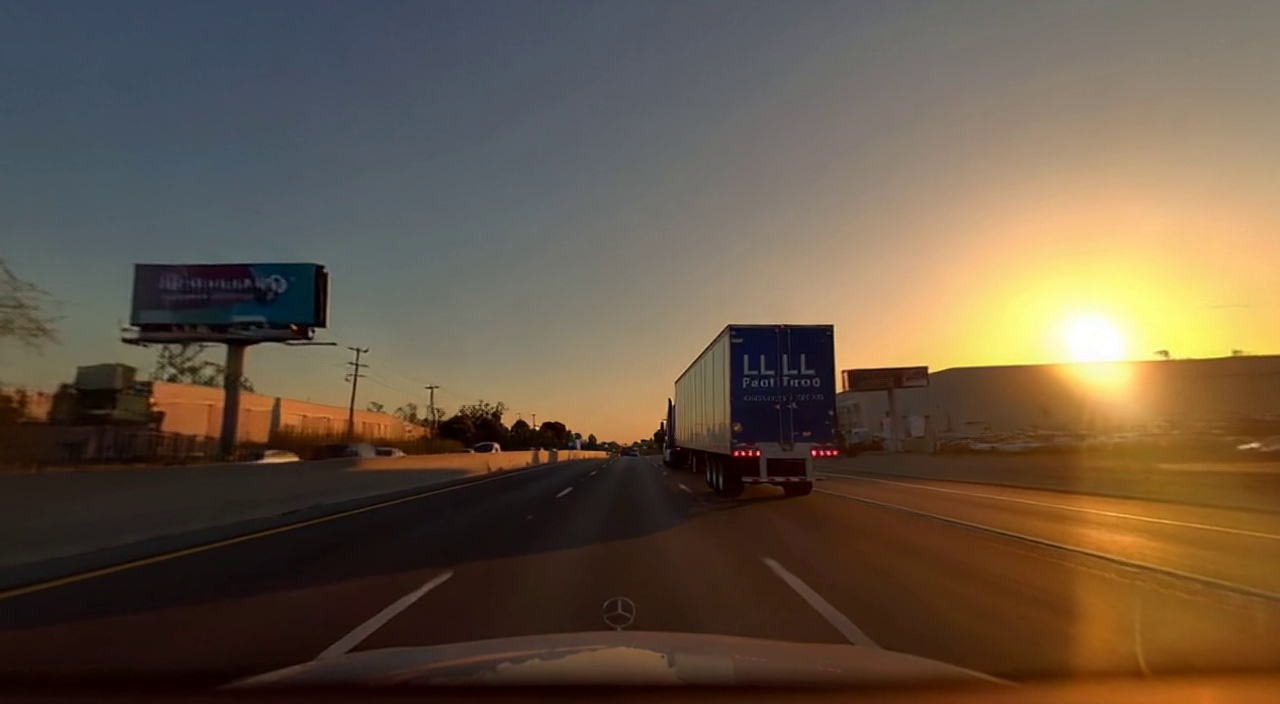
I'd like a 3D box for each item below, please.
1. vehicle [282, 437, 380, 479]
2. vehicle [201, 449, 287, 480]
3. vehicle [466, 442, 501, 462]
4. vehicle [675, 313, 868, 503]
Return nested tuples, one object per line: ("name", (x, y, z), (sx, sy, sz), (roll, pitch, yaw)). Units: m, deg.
("vehicle", (-11.206, 3.864, 23.196), (1.806, 1.408, 3.416), (0, -9, 1))
("vehicle", (-18.813, 5.352, 30.194), (1.764, 1.350, 3.516), (0, -9, 0))
("vehicle", (-11.441, 7.336, 46.445), (1.679, 1.408, 3.364), (0, -9, 0))
("vehicle", (3.491, 2.534, 23.146), (2.891, 4.387, 17.121), (0, -9, -2))
